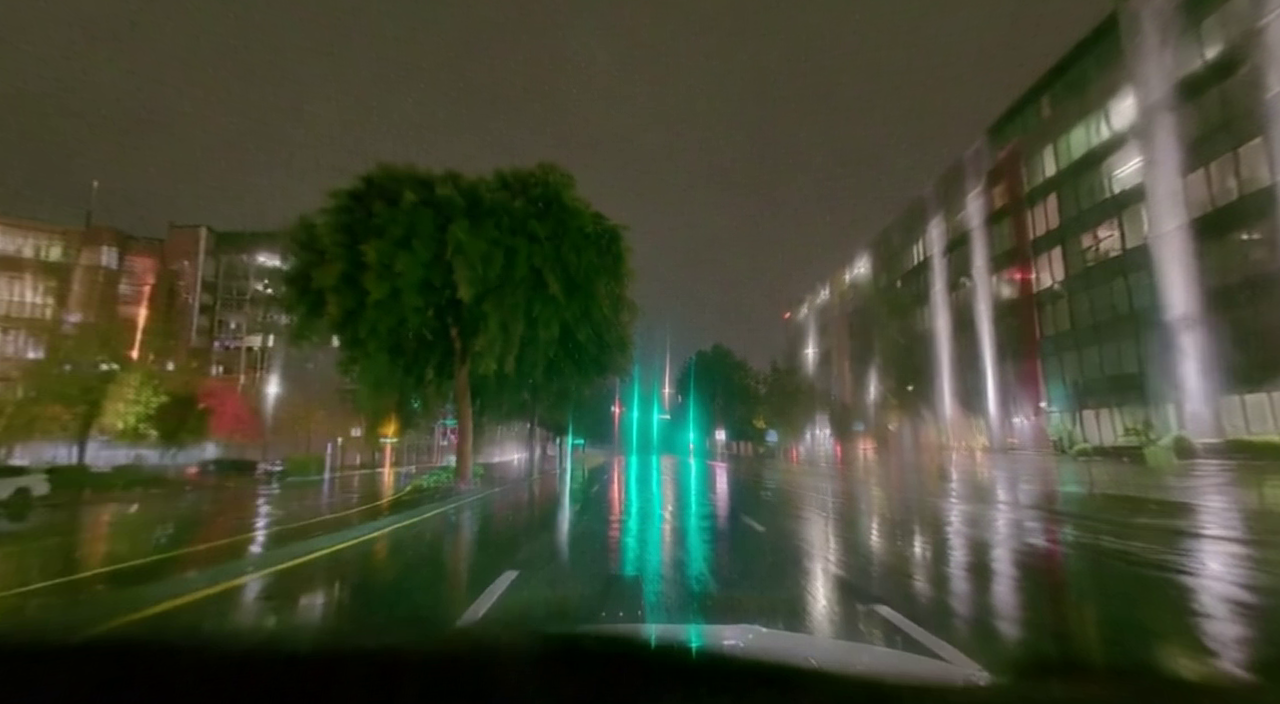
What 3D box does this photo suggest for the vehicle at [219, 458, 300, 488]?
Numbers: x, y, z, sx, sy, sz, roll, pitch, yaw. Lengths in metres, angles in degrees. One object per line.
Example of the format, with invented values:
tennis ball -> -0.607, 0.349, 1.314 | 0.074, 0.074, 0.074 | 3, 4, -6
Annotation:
vehicle -> -21.939, 6.980, 36.685 | 1.841, 1.505, 4.664 | 0, -8, -1

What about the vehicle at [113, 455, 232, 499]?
vehicle -> -22.131, 5.889, 30.187 | 2.043, 1.816, 4.776 | 0, -8, -1

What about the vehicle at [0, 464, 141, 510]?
vehicle -> -22.031, 5.178, 24.538 | 1.897, 1.462, 4.278 | 0, -8, -3
